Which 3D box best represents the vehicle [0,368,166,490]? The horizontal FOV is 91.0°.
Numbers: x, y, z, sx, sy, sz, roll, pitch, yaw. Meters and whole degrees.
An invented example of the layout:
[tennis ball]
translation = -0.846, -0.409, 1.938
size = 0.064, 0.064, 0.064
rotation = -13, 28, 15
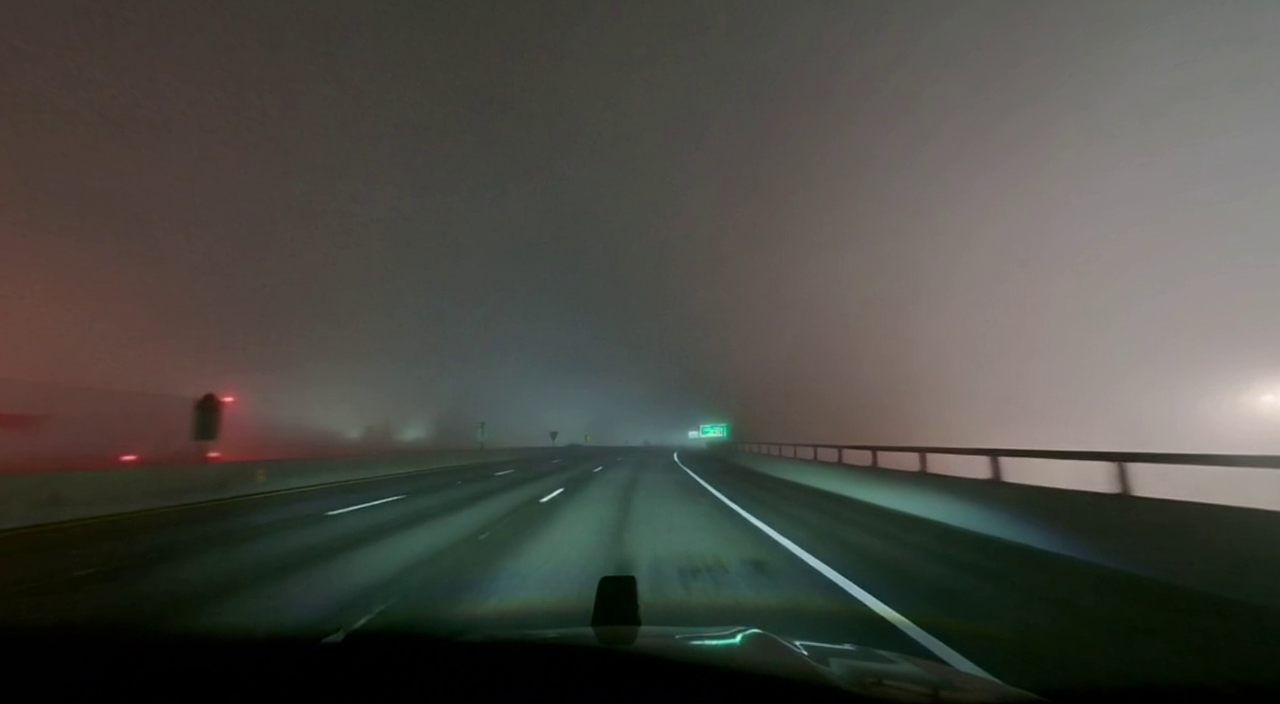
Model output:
[vehicle]
translation = -22.964, 2.659, 21.656
size = 2.898, 4.073, 13.286
rotation = 0, -8, 1
